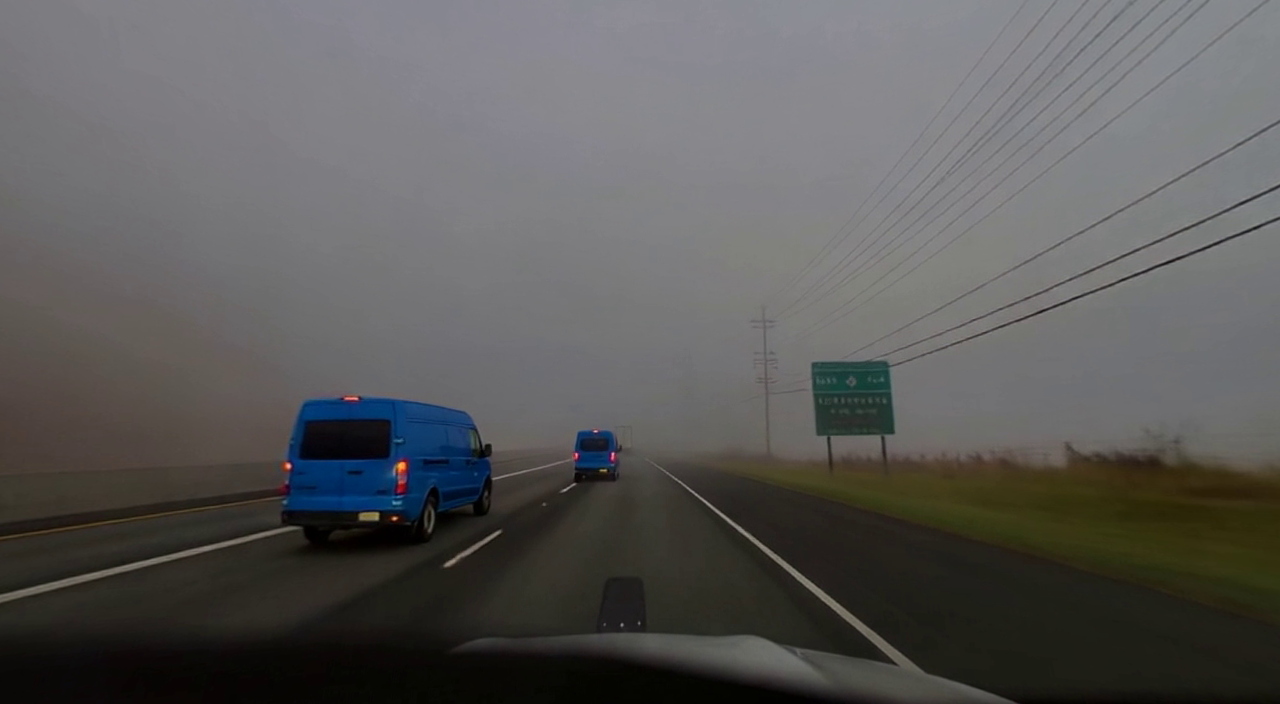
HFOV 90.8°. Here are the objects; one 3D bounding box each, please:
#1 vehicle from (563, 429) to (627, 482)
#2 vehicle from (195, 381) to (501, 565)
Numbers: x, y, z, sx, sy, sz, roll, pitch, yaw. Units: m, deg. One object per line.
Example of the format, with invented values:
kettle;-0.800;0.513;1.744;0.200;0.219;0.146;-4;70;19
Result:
vehicle;-1.748;4.341;26.582;2.197;2.011;5.130;0;-9;1
vehicle;-3.767;1.712;9.487;2.145;2.010;4.980;0;-9;0
